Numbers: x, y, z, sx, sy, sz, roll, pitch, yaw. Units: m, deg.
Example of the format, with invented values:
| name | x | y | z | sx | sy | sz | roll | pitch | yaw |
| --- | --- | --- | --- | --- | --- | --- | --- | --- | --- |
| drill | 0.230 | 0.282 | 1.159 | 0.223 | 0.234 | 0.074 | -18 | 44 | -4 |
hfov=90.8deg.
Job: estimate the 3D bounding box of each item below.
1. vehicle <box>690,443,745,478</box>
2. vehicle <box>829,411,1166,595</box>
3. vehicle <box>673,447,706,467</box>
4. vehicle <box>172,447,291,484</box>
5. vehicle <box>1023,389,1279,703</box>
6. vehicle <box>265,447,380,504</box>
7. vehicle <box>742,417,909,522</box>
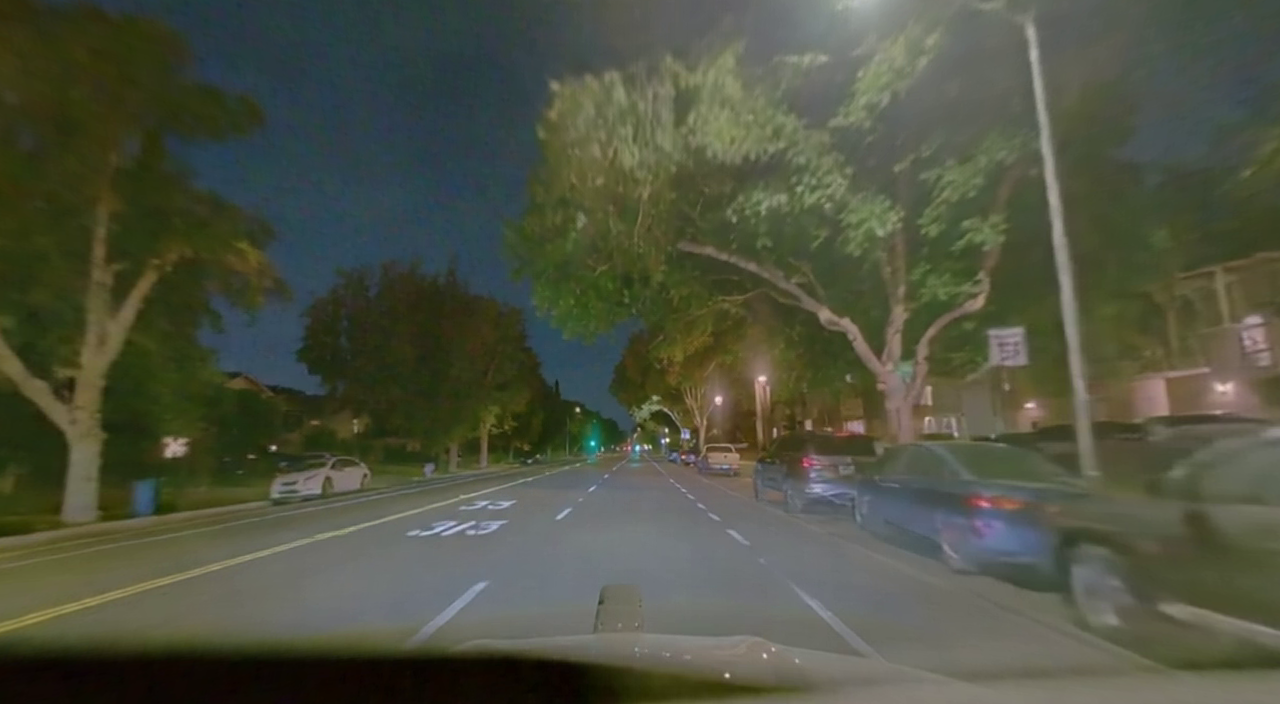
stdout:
| name | x | y | z | sx | sy | sz | roll | pitch | yaw |
| --- | --- | --- | --- | --- | --- | --- | --- | --- | --- |
| vehicle | 3.884 | 5.533 | 32.424 | 1.999 | 1.615 | 4.513 | 0 | -9 | -3 |
| vehicle | 3.955 | 1.719 | 7.922 | 1.834 | 1.706 | 3.829 | 0 | -9 | -2 |
| vehicle | 3.819 | 8.267 | 49.971 | 1.997 | 1.510 | 4.555 | 0 | -9 | -3 |
| vehicle | -20.030 | 5.586 | 31.147 | 4.359 | 1.727 | 2.029 | 0 | -9 | -2 |
| vehicle | 4.070 | 0.967 | 2.735 | 2.007 | 1.657 | 4.362 | 0 | -9 | -1 |
| vehicle | -10.993 | 4.302 | 22.272 | 1.964 | 1.667 | 4.217 | -3 | -10 | -1 |
| vehicle | 3.842 | 2.558 | 14.191 | 2.120 | 1.916 | 4.836 | 0 | -9 | -2 |
